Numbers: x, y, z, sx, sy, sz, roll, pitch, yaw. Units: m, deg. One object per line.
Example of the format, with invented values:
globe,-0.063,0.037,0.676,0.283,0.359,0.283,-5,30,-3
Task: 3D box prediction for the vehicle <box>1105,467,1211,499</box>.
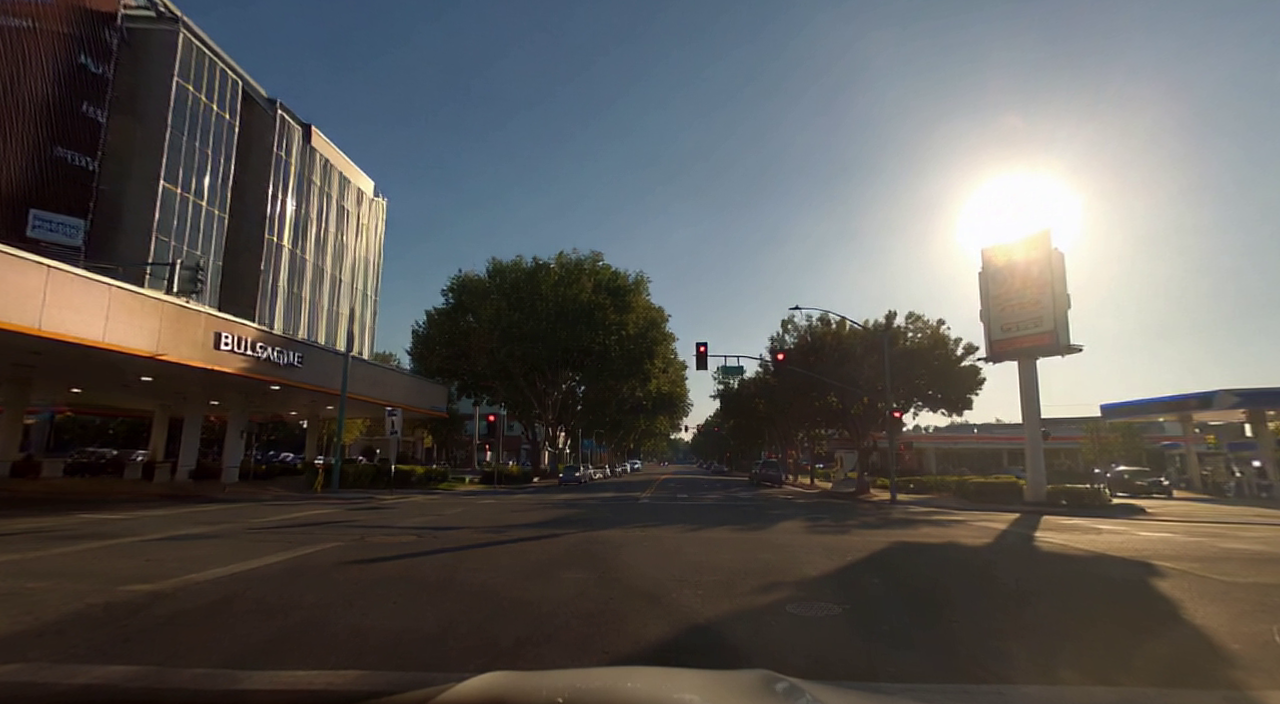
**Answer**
vehicle,28.019,7.058,34.318,1.897,1.466,4.211,1,-8,-6
